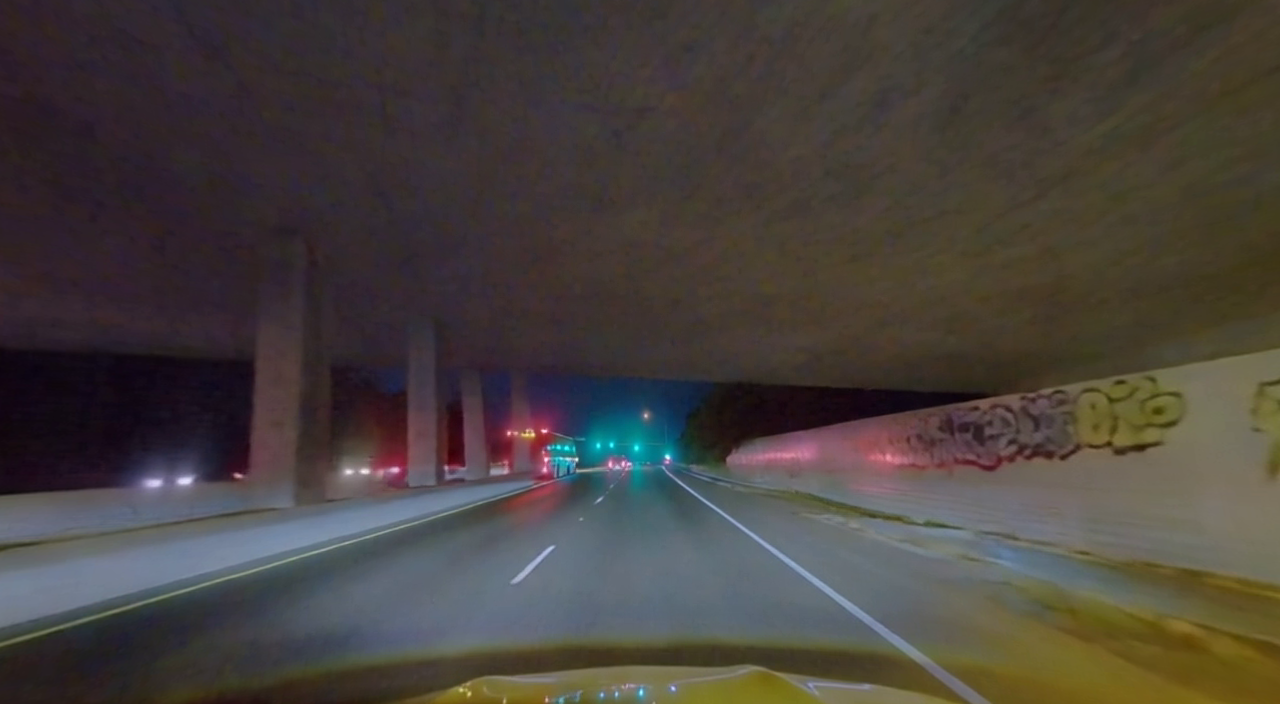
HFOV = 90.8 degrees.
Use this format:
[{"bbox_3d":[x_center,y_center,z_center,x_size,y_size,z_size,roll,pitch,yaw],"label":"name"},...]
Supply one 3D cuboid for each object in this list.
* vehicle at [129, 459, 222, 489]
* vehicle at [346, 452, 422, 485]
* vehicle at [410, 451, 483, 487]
[{"bbox_3d":[-25.883,6.810,35.376,1.846,1.463,4.395,0,-9,0],"label":"vehicle"},{"bbox_3d":[-13.665,6.239,34.035,2.059,1.615,4.688,0,-9,0],"label":"vehicle"},{"bbox_3d":[-9.235,5.599,30.549,1.979,1.600,4.516,0,-9,1],"label":"vehicle"}]
